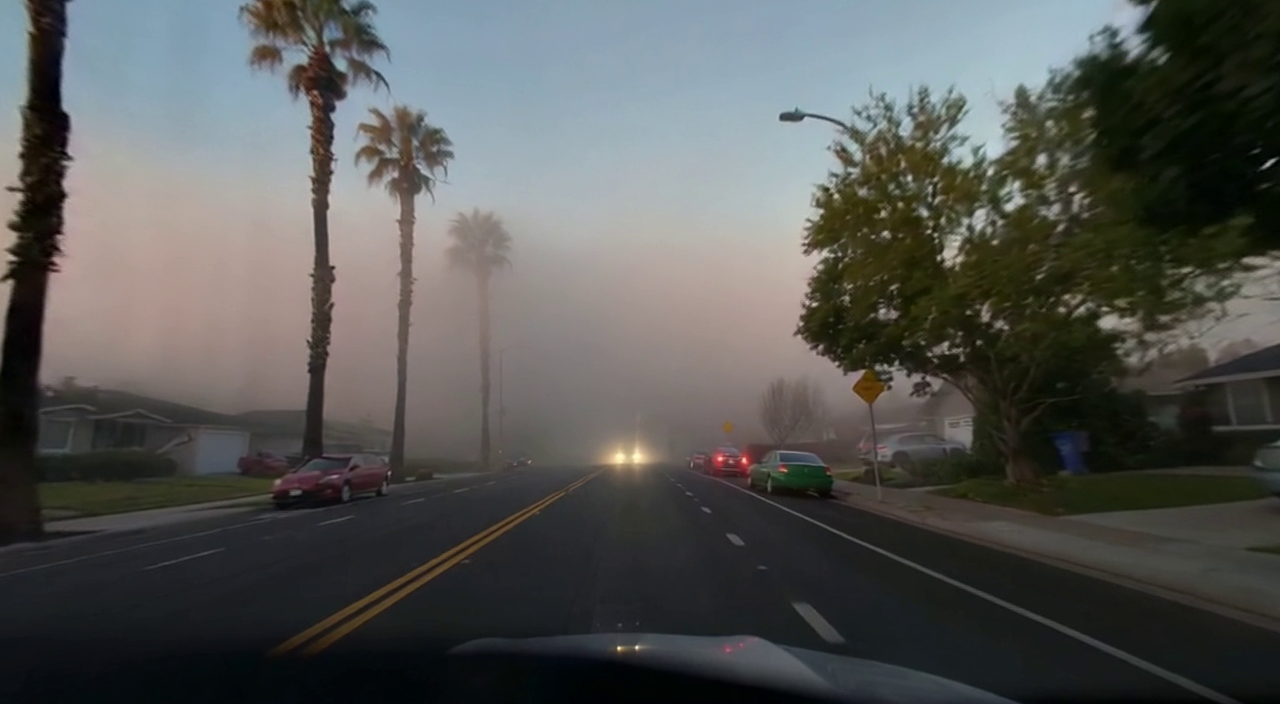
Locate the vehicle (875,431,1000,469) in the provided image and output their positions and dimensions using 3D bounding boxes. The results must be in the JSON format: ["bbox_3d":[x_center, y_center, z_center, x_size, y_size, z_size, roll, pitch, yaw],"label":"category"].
[{"bbox_3d":[12.545,4.149,26.815,4.288,1.539,1.934,0,-8,-1],"label":"vehicle"}]

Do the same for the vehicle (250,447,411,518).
[{"bbox_3d":[-9.005,3.787,19.109,2.181,1.527,5.441,-2,-7,0],"label":"vehicle"}]

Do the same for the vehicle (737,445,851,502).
[{"bbox_3d":[4.462,3.594,19.286,2.033,1.495,5.175,0,-8,-2],"label":"vehicle"}]

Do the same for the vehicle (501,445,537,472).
[{"bbox_3d":[-9.100,8.013,47.676,1.945,1.666,4.107,-3,-6,-1],"label":"vehicle"}]

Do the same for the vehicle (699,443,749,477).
[{"bbox_3d":[4.365,5.677,33.669,2.017,1.646,5.389,0,-8,1],"label":"vehicle"}]

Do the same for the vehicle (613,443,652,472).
[{"bbox_3d":[-0.426,5.896,35.534,2.098,1.483,4.099,0,-8,-1],"label":"vehicle"}]
